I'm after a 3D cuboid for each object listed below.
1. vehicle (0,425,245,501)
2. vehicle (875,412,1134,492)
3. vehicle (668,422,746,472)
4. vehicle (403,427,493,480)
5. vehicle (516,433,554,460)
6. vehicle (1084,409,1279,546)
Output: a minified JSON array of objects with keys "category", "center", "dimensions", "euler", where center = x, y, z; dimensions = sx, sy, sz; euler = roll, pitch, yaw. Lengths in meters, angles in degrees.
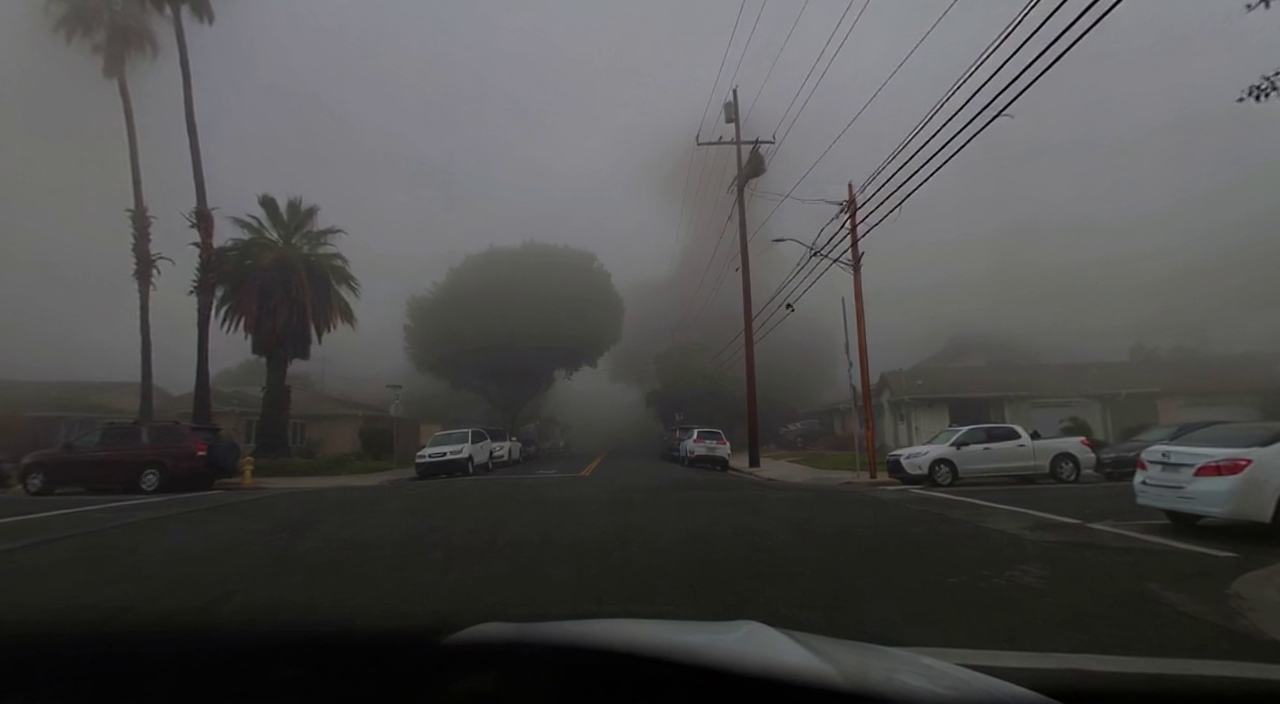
[{"category":"vehicle","center":[-14.797,3.090,17.679],"dimensions":[5.847,1.766,2.392],"euler":[-2,-9,-3]},{"category":"vehicle","center":[10.263,2.853,18.170],"dimensions":[5.971,1.967,2.385],"euler":[-1,-9,-5]},{"category":"vehicle","center":[2.694,4.082,27.212],"dimensions":[2.505,1.895,5.805],"euler":[0,-9,-2]},{"category":"vehicle","center":[-6.957,3.743,23.456],"dimensions":[2.198,1.724,4.493],"euler":[1,-9,-4]},{"category":"vehicle","center":[-7.716,7.021,46.775],"dimensions":[2.178,1.865,4.658],"euler":[0,-9,-2]},{"category":"vehicle","center":[8.994,1.666,8.703],"dimensions":[4.181,1.638,2.015],"euler":[0,-9,-1]}]
